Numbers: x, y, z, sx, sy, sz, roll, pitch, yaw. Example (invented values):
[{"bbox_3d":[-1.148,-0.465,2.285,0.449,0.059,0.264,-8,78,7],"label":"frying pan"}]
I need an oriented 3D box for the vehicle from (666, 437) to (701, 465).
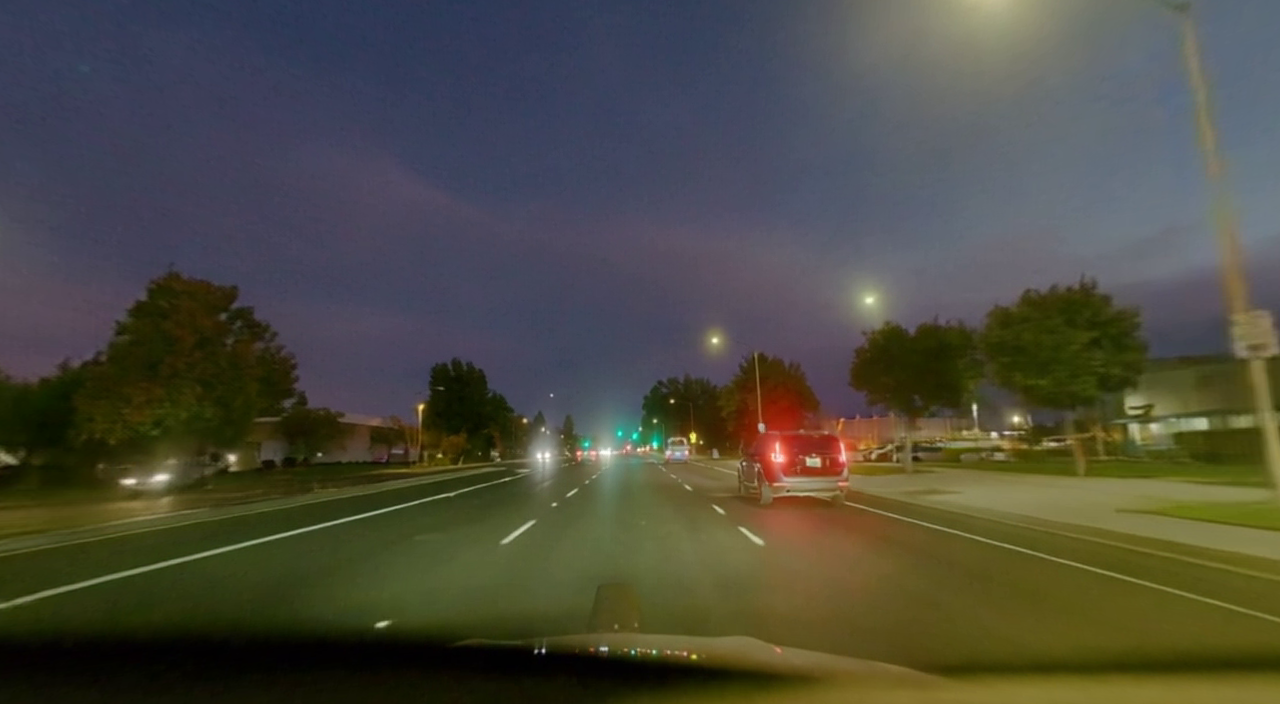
[{"bbox_3d":[3.324,7.689,49.110,2.197,2.034,4.667,1,-9,-2],"label":"vehicle"}]

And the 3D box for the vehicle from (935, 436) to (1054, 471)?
[{"bbox_3d":[18.024,5.166,32.213,4.970,1.700,2.108,2,-9,-11],"label":"vehicle"}]

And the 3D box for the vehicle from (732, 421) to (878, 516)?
[{"bbox_3d":[3.520,2.595,14.475,2.060,1.816,4.343,0,-9,-2],"label":"vehicle"}]

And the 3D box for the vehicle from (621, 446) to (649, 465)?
[{"bbox_3d":[-0.395,8.102,49.559,2.074,1.463,4.016,0,-9,-1],"label":"vehicle"}]

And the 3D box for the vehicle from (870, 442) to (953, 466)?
[{"bbox_3d":[16.795,6.307,39.174,4.203,1.424,2.077,2,-9,-11],"label":"vehicle"}]

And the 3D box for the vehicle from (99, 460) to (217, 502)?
[{"bbox_3d":[-20.569,5.493,27.204,1.823,1.561,3.987,0,-9,1],"label":"vehicle"}]

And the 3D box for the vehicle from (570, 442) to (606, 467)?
[{"bbox_3d":[-3.925,7.825,48.535,2.220,1.793,4.885,0,-9,1],"label":"vehicle"}]
